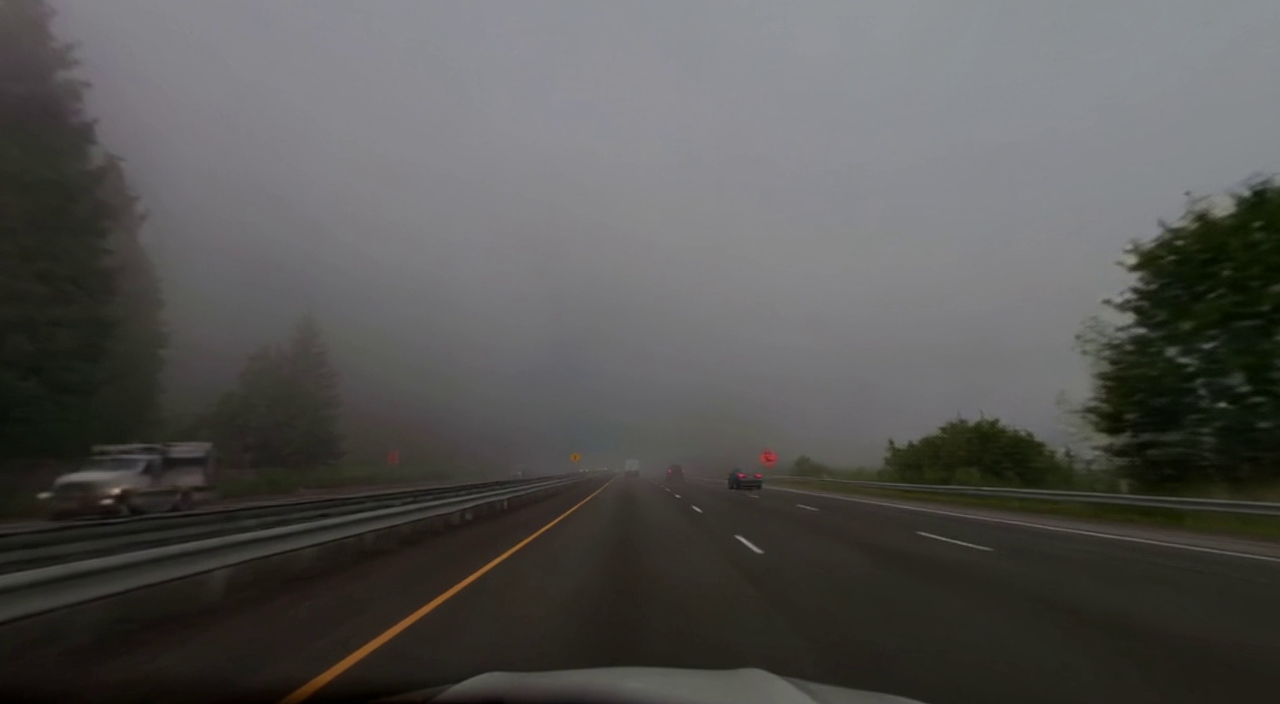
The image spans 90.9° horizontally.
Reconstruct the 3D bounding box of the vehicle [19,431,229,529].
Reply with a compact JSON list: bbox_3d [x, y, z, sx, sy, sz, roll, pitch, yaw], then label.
[{"bbox_3d":[-19.604,4.948,24.691,2.775,3.214,6.920,2,-11,-7],"label":"vehicle"}]

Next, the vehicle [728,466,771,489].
[{"bbox_3d":[7.368,8.506,42.866,2.024,1.476,4.352,1,-11,-2],"label":"vehicle"}]
